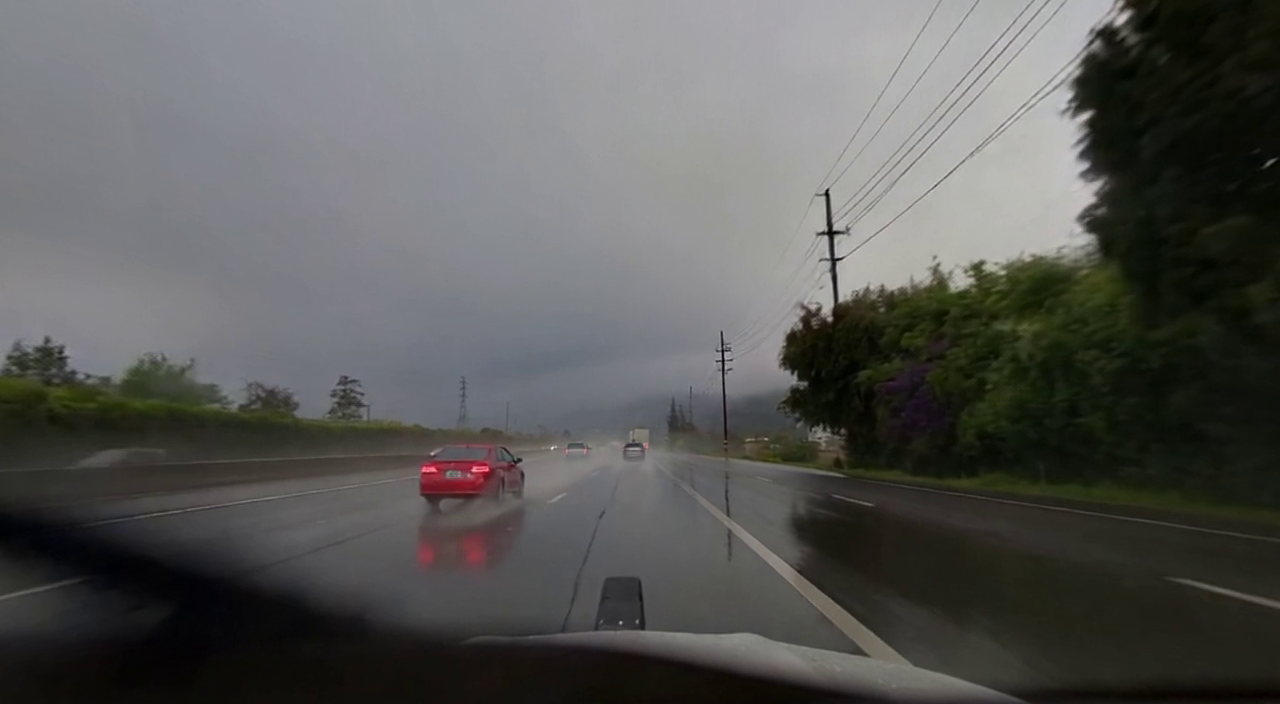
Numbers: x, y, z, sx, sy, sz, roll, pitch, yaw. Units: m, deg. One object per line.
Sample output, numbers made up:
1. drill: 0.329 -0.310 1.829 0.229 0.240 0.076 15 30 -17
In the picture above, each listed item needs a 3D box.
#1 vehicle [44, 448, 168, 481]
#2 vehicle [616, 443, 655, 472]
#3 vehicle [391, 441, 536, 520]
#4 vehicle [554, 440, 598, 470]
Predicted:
1. vehicle: -30.460 6.392 36.330 2.133 1.678 5.690 0 -9 0
2. vehicle: -0.222 5.828 35.022 2.030 1.471 4.115 0 -8 0
3. vehicle: -3.635 2.707 13.910 1.938 1.444 4.206 0 -8 0
4. vehicle: -3.930 6.431 39.712 2.244 1.752 4.439 0 -8 0
